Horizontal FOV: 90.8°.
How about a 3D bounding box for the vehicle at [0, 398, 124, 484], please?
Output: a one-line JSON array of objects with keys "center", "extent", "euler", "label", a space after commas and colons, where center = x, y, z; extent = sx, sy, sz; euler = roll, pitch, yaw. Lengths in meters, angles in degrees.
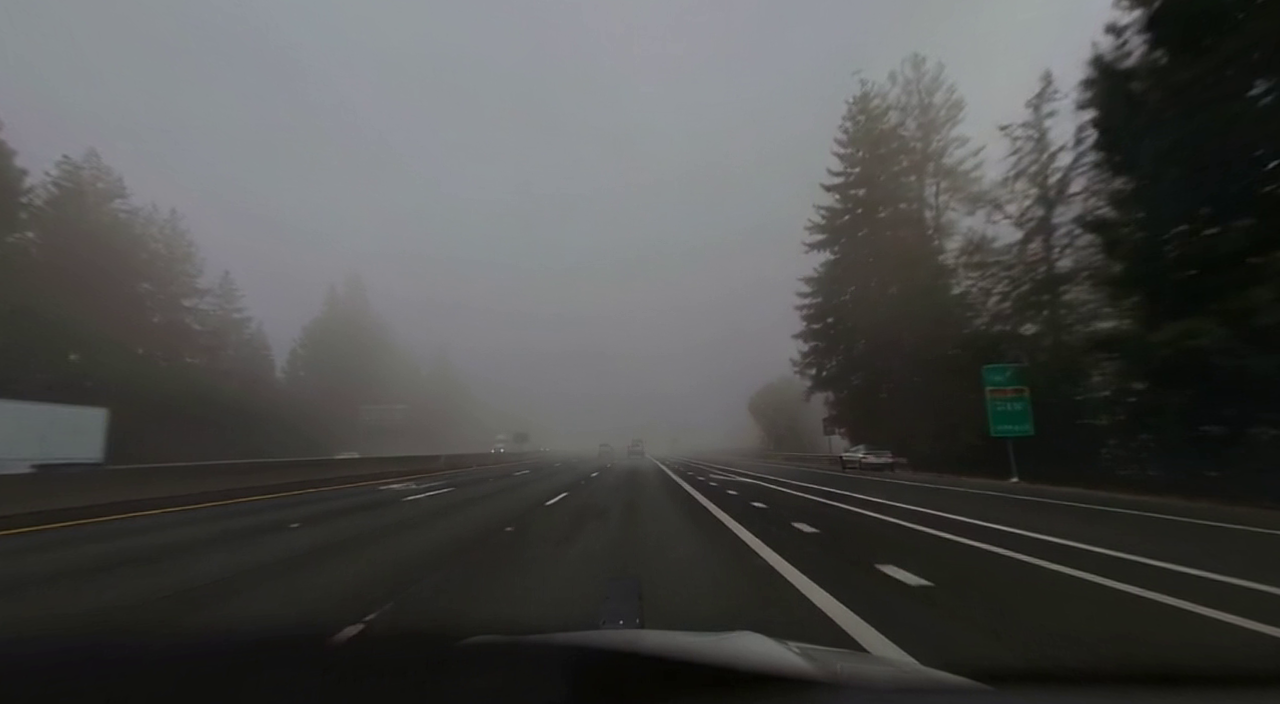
[{"center": [-29.744, 4.300, 30.277], "extent": [2.850, 3.745, 8.468], "euler": [0, -9, -2], "label": "vehicle"}]
